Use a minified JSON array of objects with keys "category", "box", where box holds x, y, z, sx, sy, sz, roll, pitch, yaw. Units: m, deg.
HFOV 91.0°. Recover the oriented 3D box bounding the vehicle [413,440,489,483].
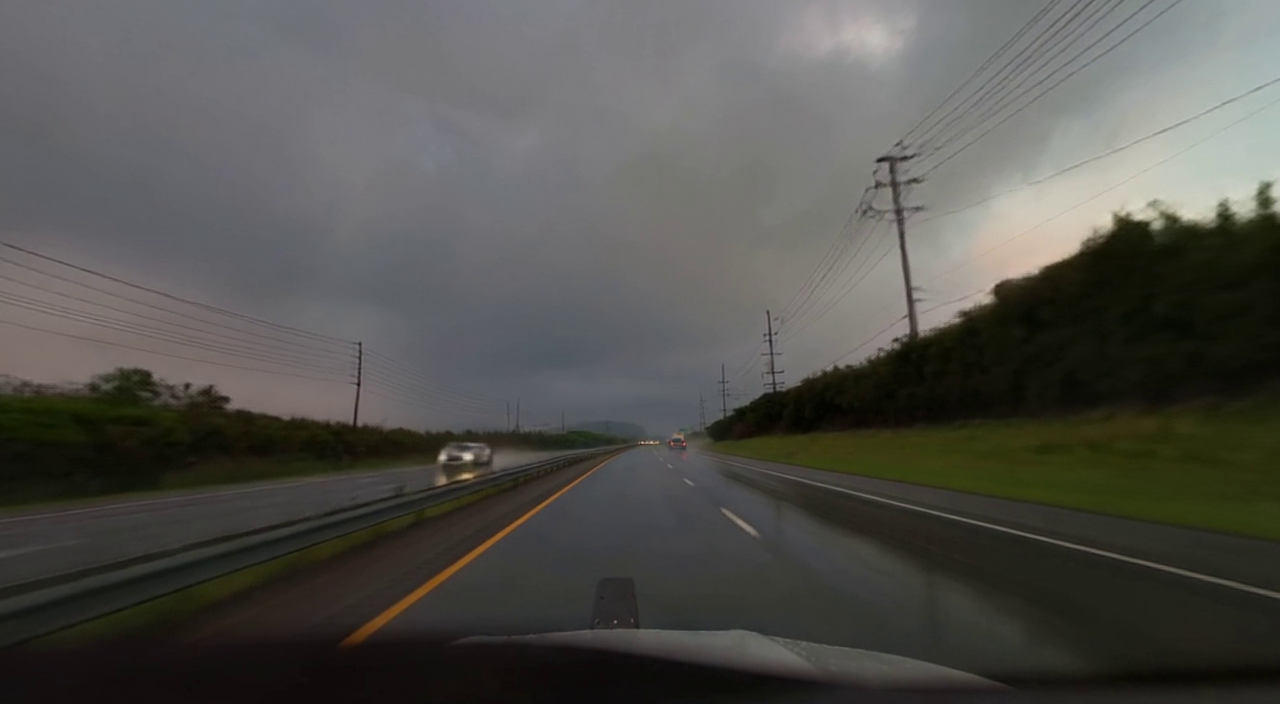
[{"category":"vehicle","box":[-7.877,4.572,26.657,1.918,1.607,4.302,0,-8,-1]}]
